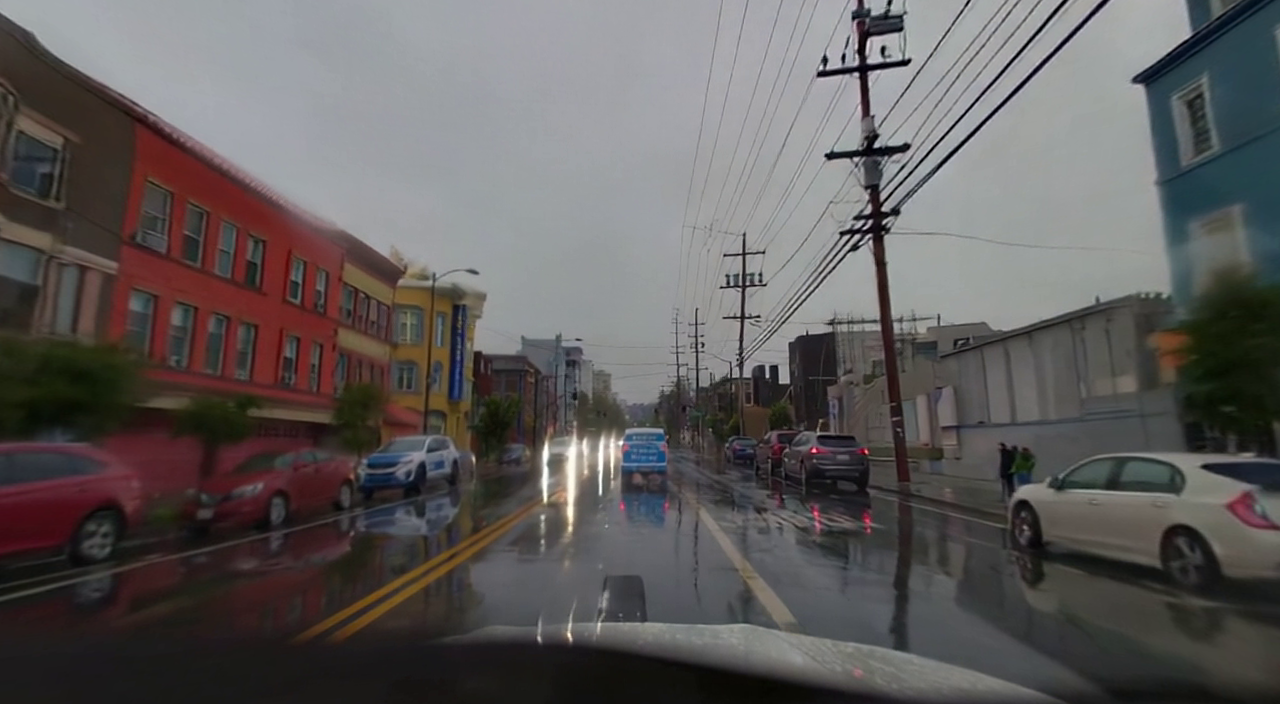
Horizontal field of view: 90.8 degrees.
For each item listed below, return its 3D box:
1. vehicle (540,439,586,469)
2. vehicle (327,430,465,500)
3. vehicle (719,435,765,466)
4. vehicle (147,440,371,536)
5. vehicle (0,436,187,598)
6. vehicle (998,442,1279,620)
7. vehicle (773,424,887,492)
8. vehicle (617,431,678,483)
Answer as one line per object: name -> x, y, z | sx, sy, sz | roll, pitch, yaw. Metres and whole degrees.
vehicle -> -4.160, 5.568, 34.663 | 1.944, 1.515, 4.428 | 0, -8, 0
vehicle -> -7.254, 3.377, 19.523 | 2.095, 1.847, 5.290 | 0, -8, 1
vehicle -> 6.753, 6.611, 42.392 | 2.197, 1.917, 5.637 | 0, -8, 1
vehicle -> -7.264, 2.564, 12.701 | 1.928, 1.552, 4.234 | 0, -8, -1
vehicle -> -7.294, 1.658, 6.362 | 1.884, 1.582, 4.837 | 0, -7, 0
vehicle -> 6.557, 1.908, 7.746 | 1.842, 1.561, 4.084 | 0, -8, -1
vehicle -> 6.445, 3.691, 22.370 | 2.203, 2.052, 5.975 | 0, -8, 0
vehicle -> 0.288, 3.665, 22.233 | 1.980, 1.635, 3.795 | 0, -8, 1
